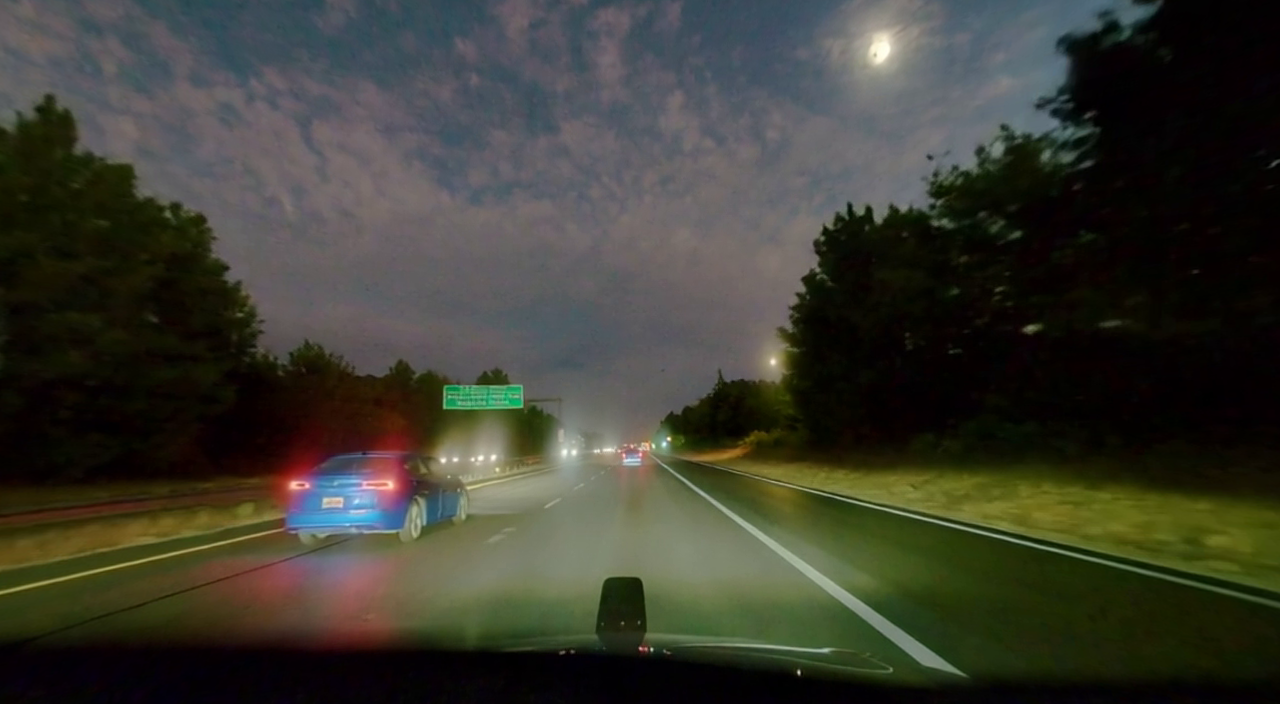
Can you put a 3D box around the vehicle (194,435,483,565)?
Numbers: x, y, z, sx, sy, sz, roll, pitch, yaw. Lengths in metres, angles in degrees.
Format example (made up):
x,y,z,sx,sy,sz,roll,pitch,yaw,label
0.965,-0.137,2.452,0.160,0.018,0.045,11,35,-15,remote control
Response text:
x,y,z,sx,sy,sz,roll,pitch,yaw,label
-4.070,2.065,9.650,2.157,1.483,4.601,0,-8,0,vehicle

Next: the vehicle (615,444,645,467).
x,y,z,sx,sy,sz,roll,pitch,yaw,label
-0.696,7.397,45.103,2.011,1.590,3.607,0,-8,0,vehicle
